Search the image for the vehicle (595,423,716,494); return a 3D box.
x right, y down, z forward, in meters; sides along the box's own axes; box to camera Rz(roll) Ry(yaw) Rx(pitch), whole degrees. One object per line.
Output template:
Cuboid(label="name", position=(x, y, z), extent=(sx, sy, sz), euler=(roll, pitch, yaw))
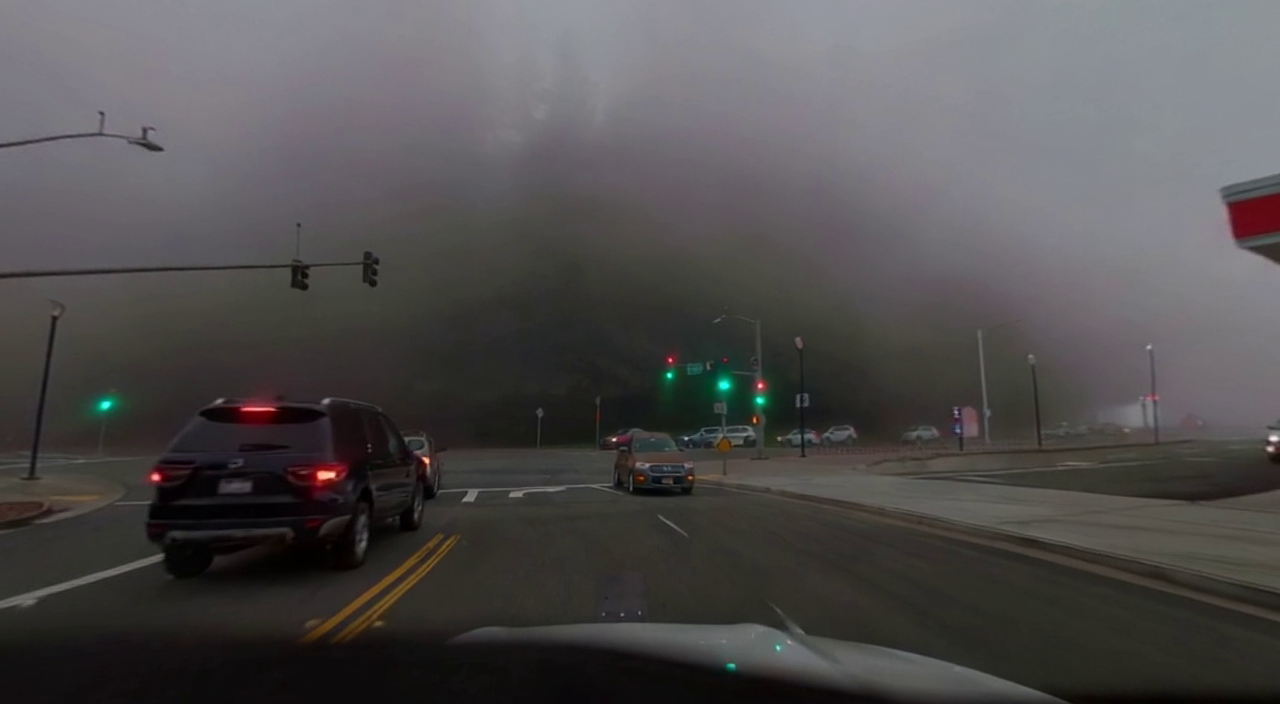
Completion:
Cuboid(label="vehicle", position=(0.287, 3.139, 18.864), extent=(2.202, 1.822, 4.826), euler=(3, -9, -16))

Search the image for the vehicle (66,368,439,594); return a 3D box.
Cuboid(label="vehicle", position=(-4.245, 1.510, 8.164), extent=(2.254, 2.006, 4.766), euler=(2, -9, -8))
